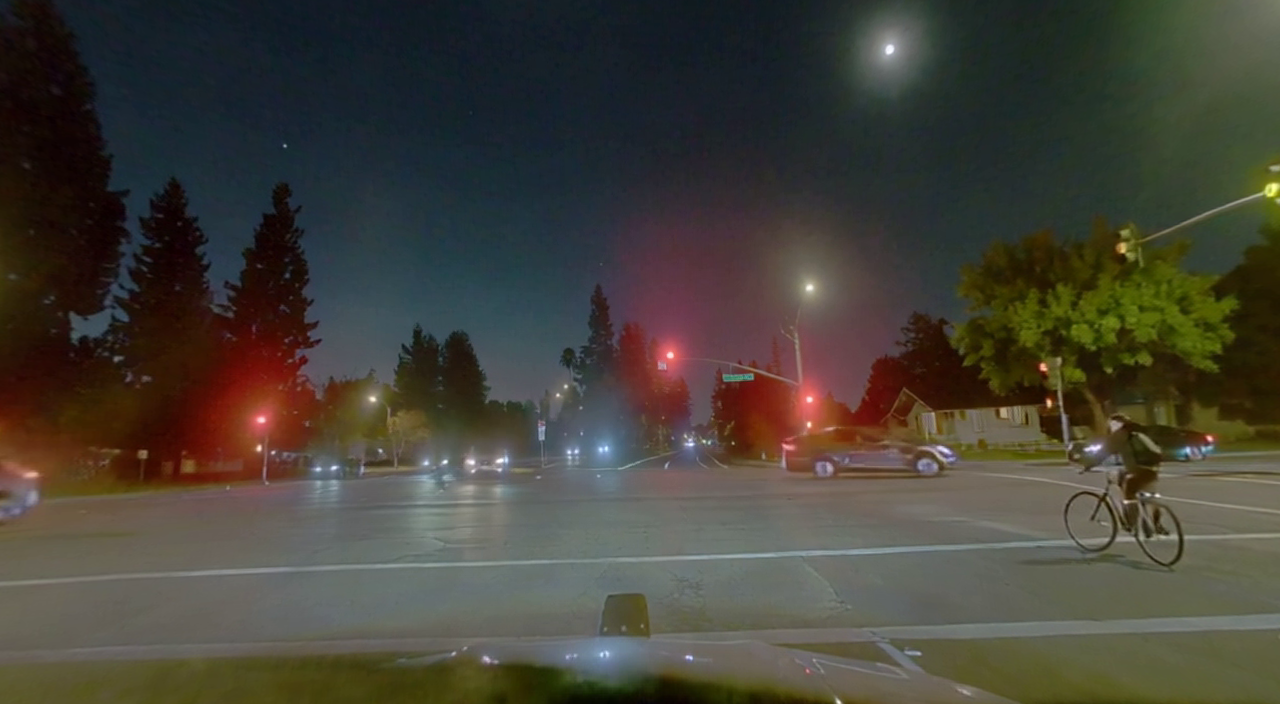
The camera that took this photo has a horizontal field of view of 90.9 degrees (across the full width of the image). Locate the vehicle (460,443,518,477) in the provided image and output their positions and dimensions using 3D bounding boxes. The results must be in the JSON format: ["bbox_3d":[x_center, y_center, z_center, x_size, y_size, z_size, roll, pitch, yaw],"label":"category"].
[{"bbox_3d":[-7.432,5.220,30.698,2.017,1.496,4.749,3,-9,-22],"label":"vehicle"}]

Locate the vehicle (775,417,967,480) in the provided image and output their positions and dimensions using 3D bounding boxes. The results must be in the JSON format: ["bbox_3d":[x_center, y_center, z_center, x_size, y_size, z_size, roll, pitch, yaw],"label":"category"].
[{"bbox_3d":[7.021,3.000,19.508,5.188,1.731,2.191,-4,-9,21],"label":"vehicle"}]

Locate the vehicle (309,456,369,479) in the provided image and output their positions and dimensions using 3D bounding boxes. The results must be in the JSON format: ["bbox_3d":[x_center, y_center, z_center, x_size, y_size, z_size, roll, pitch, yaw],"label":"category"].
[{"bbox_3d":[-20.811,7.994,43.841,1.872,1.455,4.576,0,-9,0],"label":"vehicle"}]

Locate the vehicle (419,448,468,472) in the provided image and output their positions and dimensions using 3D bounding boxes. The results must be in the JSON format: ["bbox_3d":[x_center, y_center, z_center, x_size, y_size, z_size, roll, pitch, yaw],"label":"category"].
[{"bbox_3d":[-13.427,7.380,43.366,1.973,1.511,4.299,0,-9,0],"label":"vehicle"}]

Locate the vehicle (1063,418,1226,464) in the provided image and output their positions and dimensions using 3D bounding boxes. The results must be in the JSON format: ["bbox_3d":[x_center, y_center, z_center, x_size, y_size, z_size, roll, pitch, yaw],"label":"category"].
[{"bbox_3d":[17.320,3.096,21.790,3.969,1.493,1.823,0,-9,1],"label":"vehicle"}]
